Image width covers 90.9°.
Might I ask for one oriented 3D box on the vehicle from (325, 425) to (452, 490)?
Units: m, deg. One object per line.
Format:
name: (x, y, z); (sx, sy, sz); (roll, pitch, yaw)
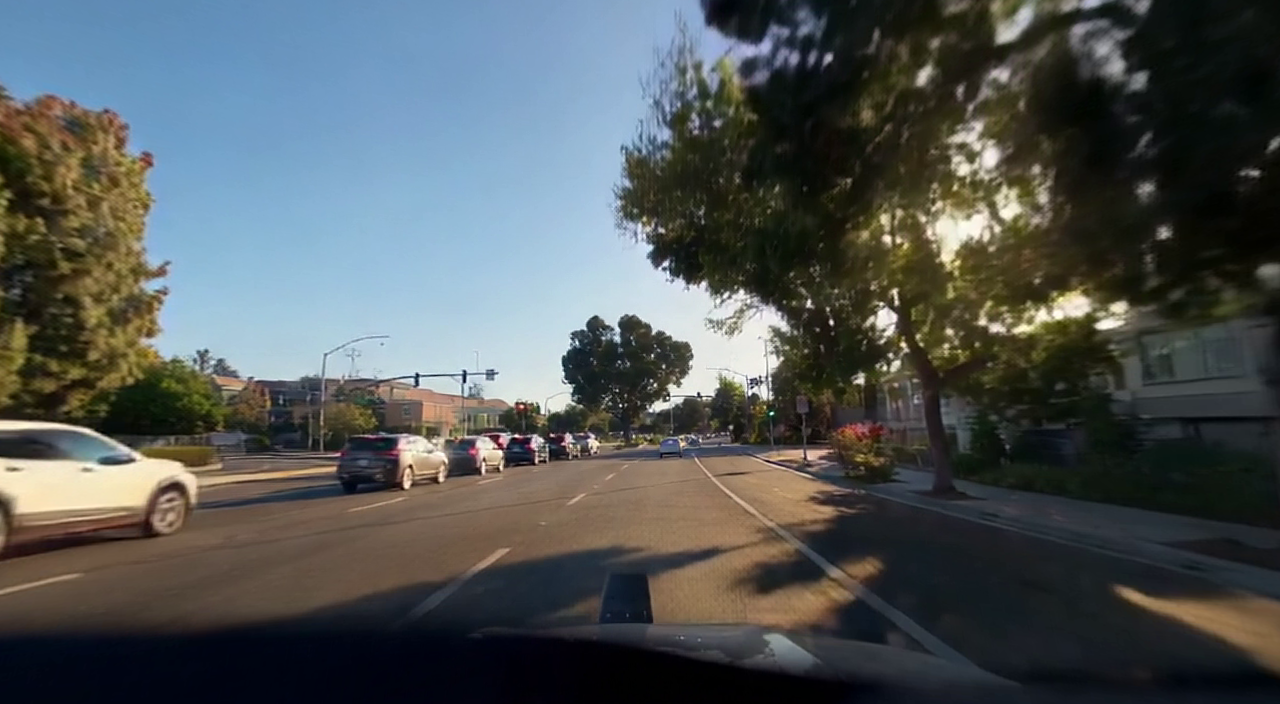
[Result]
vehicle: (-6.911, 2.939, 17.787); (1.870, 1.616, 3.765); (0, -8, 3)

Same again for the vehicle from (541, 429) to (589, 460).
vehicle: (-4.853, 6.117, 41.618); (2.111, 1.864, 4.932); (0, -8, 5)

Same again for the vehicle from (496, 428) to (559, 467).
vehicle: (-5.668, 4.904, 32.494); (1.951, 1.809, 4.917); (0, -8, 5)

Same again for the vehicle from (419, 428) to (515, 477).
vehicle: (-6.399, 3.796, 23.982); (2.121, 1.630, 4.642); (0, -8, 3)

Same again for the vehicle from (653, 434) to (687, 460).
vehicle: (2.140, 6.560, 43.743); (2.197, 1.682, 3.642); (0, -8, 5)

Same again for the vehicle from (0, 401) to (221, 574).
vehicle: (-6.933, 1.362, 6.597); (1.988, 1.597, 4.404); (0, -8, 1)
